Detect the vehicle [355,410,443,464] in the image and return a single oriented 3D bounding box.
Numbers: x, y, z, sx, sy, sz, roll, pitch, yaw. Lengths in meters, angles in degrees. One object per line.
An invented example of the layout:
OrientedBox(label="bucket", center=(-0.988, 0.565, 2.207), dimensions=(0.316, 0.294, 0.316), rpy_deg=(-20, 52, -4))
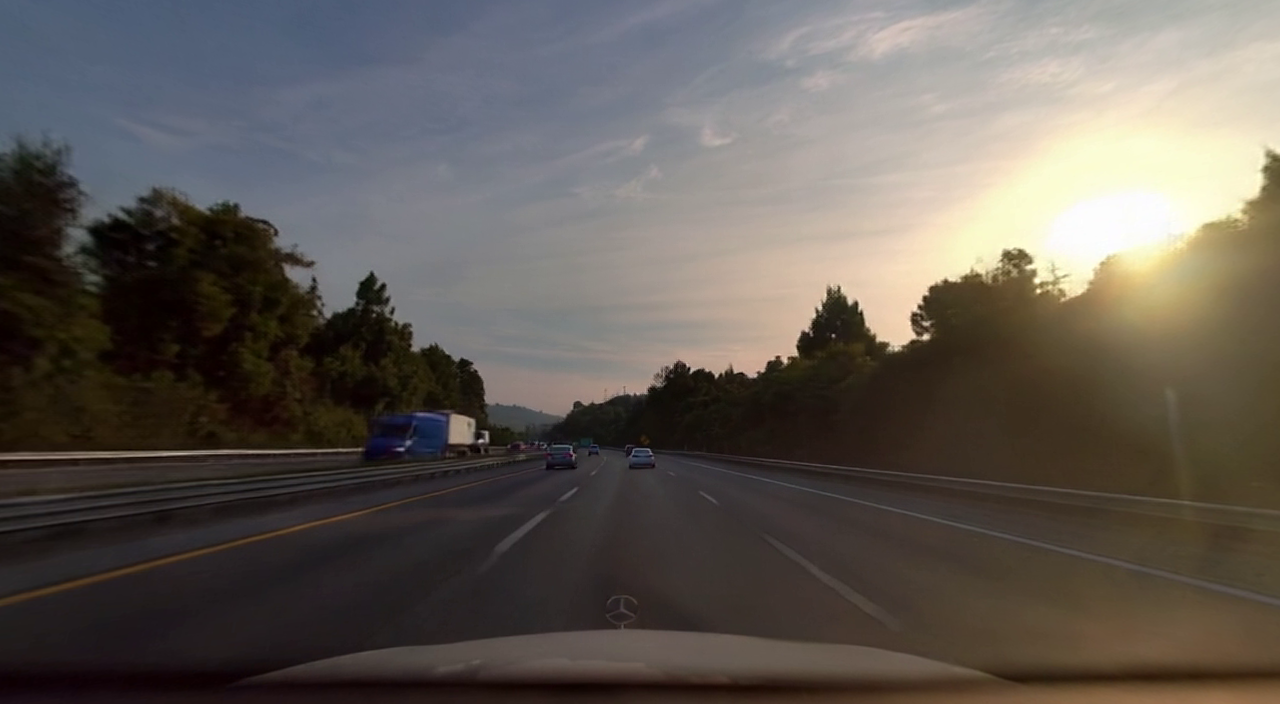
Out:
OrientedBox(label="vehicle", center=(-13.433, 4.855, 35.806), dimensions=(2.316, 2.749, 7.020), rpy_deg=(0, -9, -1))

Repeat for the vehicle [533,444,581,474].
OrientedBox(label="vehicle", center=(-4.356, 5.681, 33.772), dimensions=(2.054, 1.500, 4.469), rpy_deg=(0, -8, -1))

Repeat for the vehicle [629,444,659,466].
OrientedBox(label="vehicle", center=(0.250, 7.545, 46.347), dimensions=(2.008, 1.499, 3.192), rpy_deg=(0, -9, -2))
